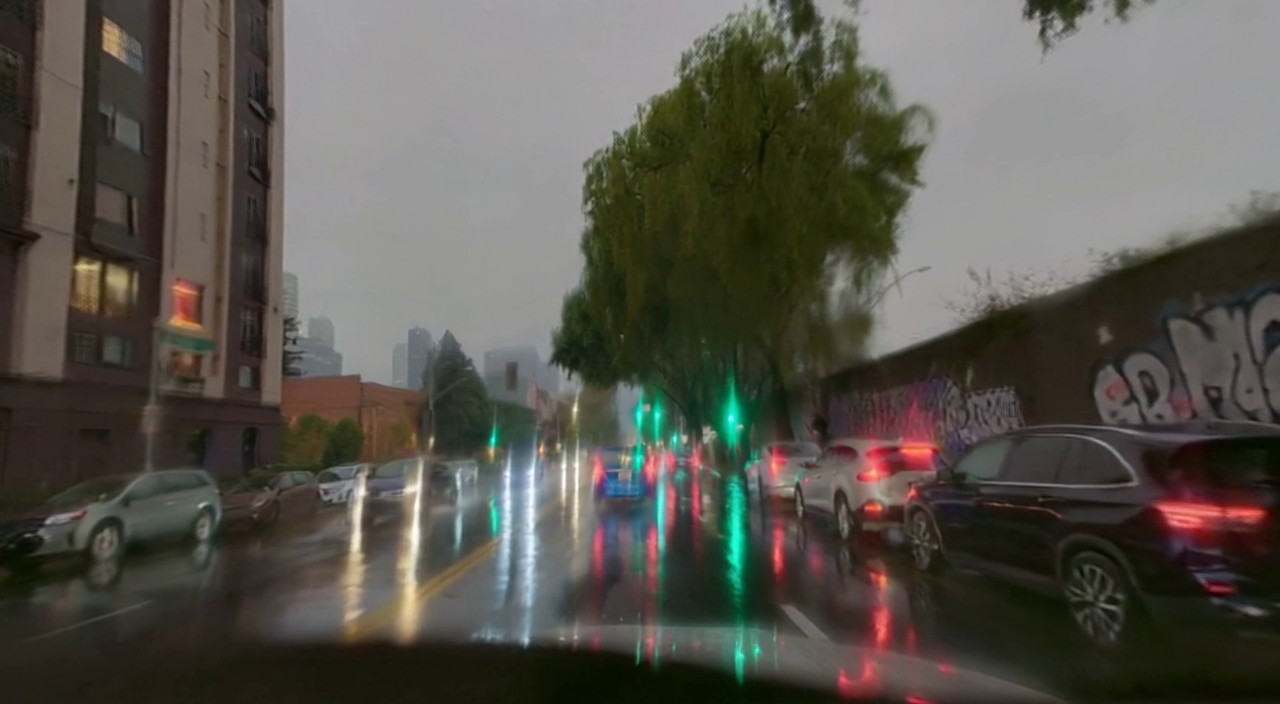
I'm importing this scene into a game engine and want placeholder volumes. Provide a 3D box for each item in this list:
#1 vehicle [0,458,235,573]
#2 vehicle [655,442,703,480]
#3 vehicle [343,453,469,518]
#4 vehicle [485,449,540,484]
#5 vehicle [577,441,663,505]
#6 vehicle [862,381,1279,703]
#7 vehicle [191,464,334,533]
[{"bbox_3d":[-10.923,3.208,13.050,2.276,1.741,4.439,-4,-8,-1],"label":"vehicle"},{"bbox_3d":[1.887,5.463,31.958,2.207,1.761,4.292,0,-8,1],"label":"vehicle"},{"bbox_3d":[-6.516,3.720,18.149,1.906,1.445,4.490,-4,-8,0],"label":"vehicle"},{"bbox_3d":[-6.933,6.248,34.781,2.147,1.747,4.409,0,-8,-1],"label":"vehicle"},{"bbox_3d":[-0.528,3.393,18.243,2.166,1.579,4.300,0,-8,-1],"label":"vehicle"},{"bbox_3d":[4.185,1.439,6.012,2.097,1.811,5.230,0,-8,-2],"label":"vehicle"},{"bbox_3d":[-10.982,4.234,18.790,1.741,1.506,4.370,-4,-8,-3],"label":"vehicle"}]
